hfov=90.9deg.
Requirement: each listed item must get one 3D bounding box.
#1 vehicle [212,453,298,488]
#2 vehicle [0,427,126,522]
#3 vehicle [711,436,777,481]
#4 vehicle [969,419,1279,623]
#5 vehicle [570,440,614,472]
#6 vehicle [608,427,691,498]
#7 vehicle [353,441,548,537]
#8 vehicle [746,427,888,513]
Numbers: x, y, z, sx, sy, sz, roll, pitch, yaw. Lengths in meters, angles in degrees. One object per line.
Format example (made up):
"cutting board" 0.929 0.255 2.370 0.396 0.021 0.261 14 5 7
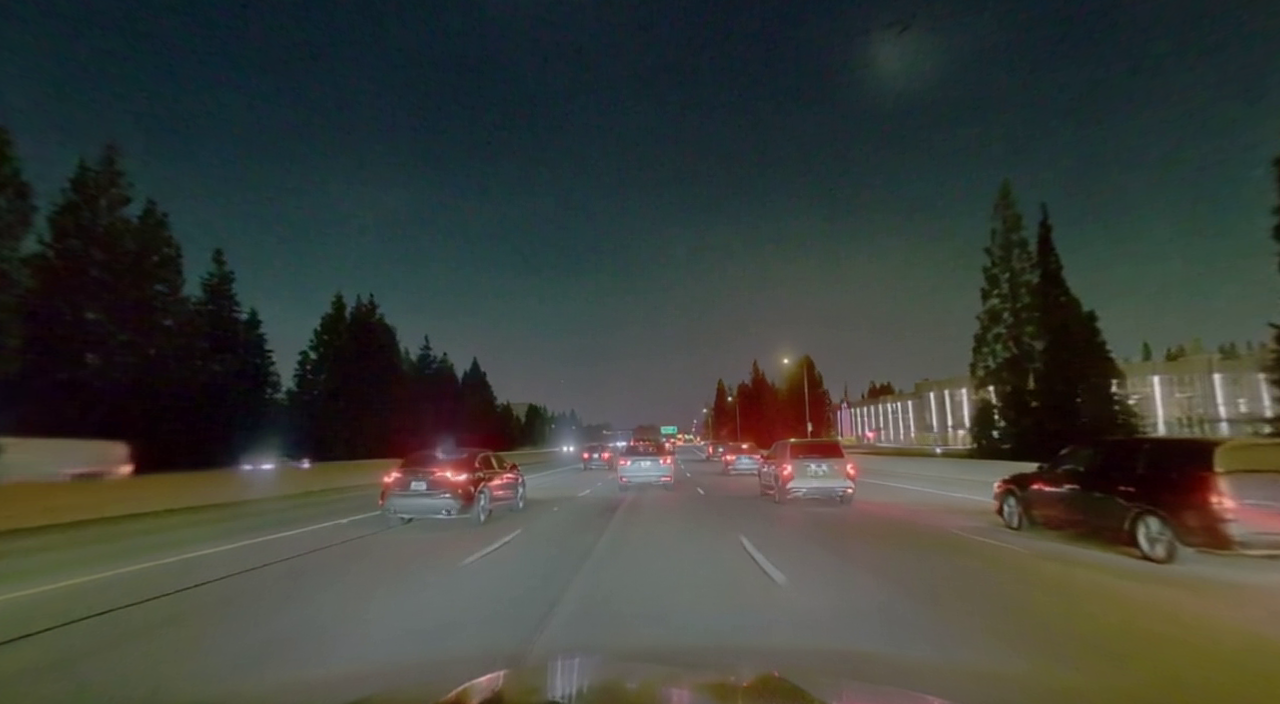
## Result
"vehicle" -20.403 6.243 33.624 1.845 1.668 4.080 -1 -8 2
"vehicle" -13.922 2.444 12.488 2.367 1.874 5.816 -1 -8 3
"vehicle" 4.206 4.369 26.126 2.094 1.676 4.309 -1 -8 2
"vehicle" 5.737 1.549 6.791 2.053 1.473 4.383 -1 -8 1
"vehicle" -2.669 5.932 36.148 1.951 1.694 4.188 -1 -8 3
"vehicle" 0.331 3.218 18.728 2.153 1.805 4.631 -1 -8 2
"vehicle" -3.279 2.466 12.183 1.965 1.443 4.968 -1 -8 4
"vehicle" 3.930 2.699 14.955 2.156 1.701 4.494 -1 -8 2
